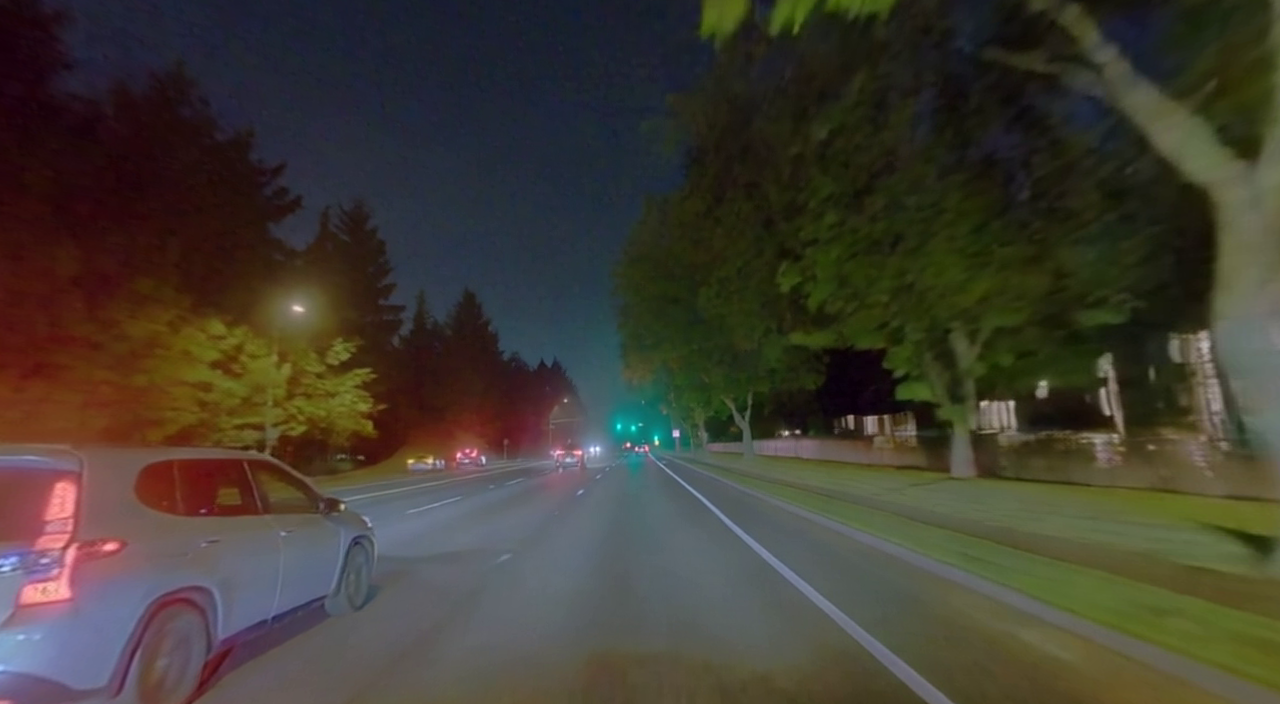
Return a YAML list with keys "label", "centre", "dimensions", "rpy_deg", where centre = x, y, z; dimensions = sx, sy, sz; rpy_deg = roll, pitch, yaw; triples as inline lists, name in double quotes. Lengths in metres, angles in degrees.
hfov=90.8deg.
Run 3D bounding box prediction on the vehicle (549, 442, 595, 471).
- label: "vehicle"
  centre: [-3.576, 5.568, 33.903]
  dimensions: [1.992, 1.447, 4.044]
  rpy_deg: [0, -8, 0]
